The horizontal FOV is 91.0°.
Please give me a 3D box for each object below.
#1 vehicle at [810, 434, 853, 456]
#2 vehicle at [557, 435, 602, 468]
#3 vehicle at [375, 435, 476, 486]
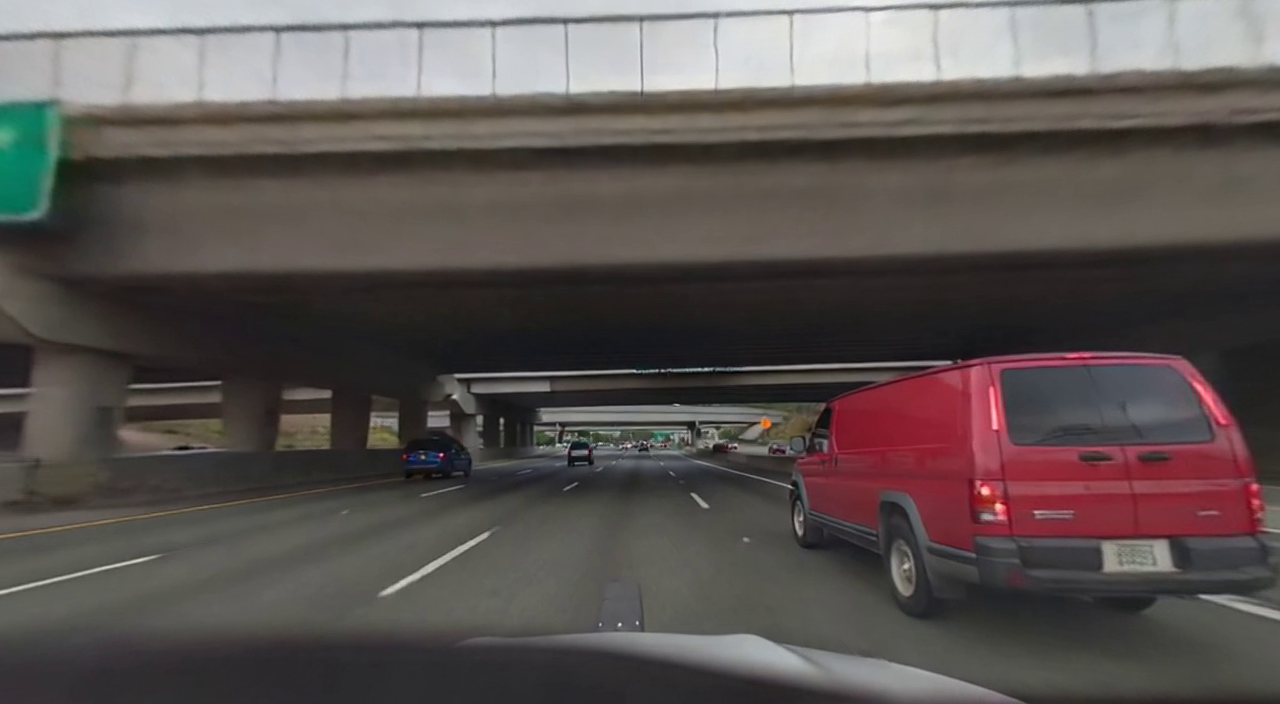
[{"bbox_3d":[14.344,6.993,47.393,1.896,1.518,4.417,0,-8,1],"label":"vehicle"},{"bbox_3d":[-3.592,5.998,38.100,2.144,1.847,4.850,0,-8,1],"label":"vehicle"},{"bbox_3d":[-7.869,4.003,23.607,2.092,1.712,4.627,0,-8,1],"label":"vehicle"}]
